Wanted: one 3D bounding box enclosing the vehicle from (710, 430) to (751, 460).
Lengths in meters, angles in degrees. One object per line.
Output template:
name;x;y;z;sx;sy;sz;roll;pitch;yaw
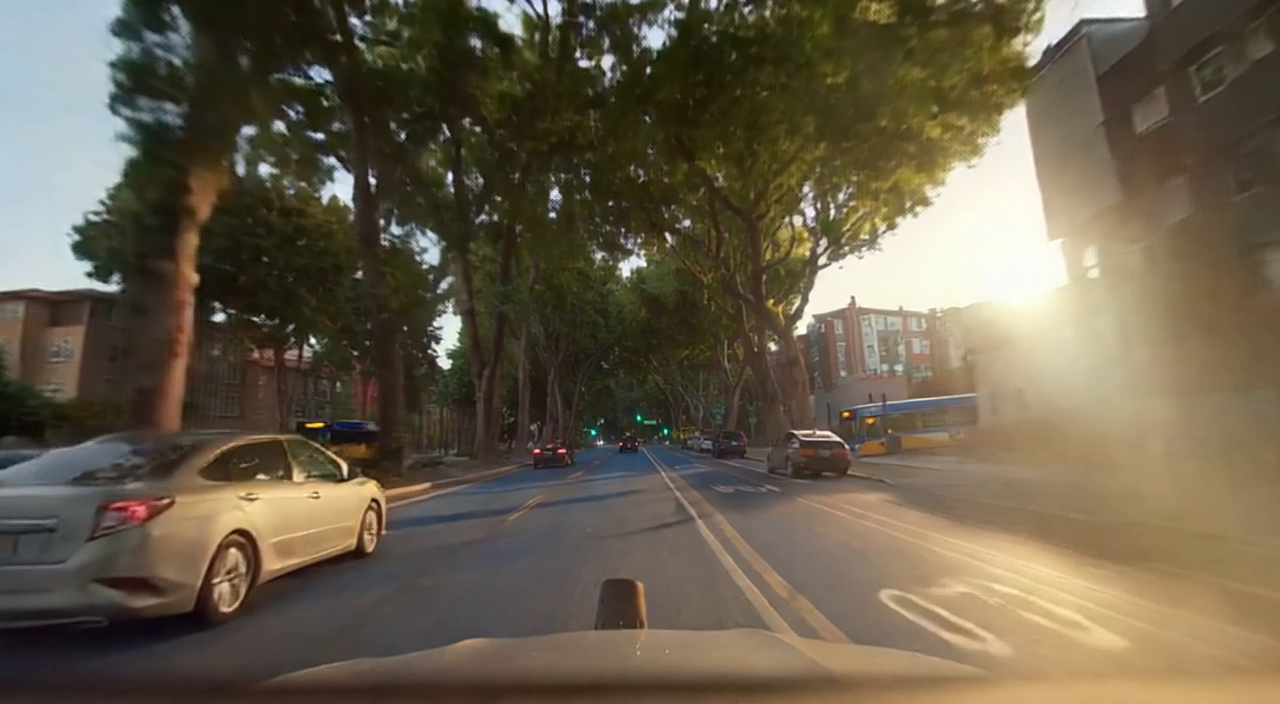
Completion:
vehicle;5.842;6.042;41.225;1.945;1.829;4.305;0;-8;-2

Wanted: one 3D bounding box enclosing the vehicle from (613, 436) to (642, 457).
vehicle;-0.928;6.990;46.733;1.999;1.520;3.896;0;-8;-1

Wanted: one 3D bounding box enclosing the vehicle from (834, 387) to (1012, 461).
vehicle;14.789;3.805;33.495;7.722;2.908;3.067;-6;-7;-4

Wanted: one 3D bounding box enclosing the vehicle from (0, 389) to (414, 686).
vehicle;-3.779;1.276;5.532;1.995;1.524;4.438;0;-8;-1

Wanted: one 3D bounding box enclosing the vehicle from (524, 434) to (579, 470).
vehicle;-4.002;4.600;29.171;1.934;1.522;4.287;0;-8;0

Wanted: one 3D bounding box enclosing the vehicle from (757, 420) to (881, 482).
vehicle;5.876;3.385;21.785;2.390;1.816;6.050;0;-8;-1
